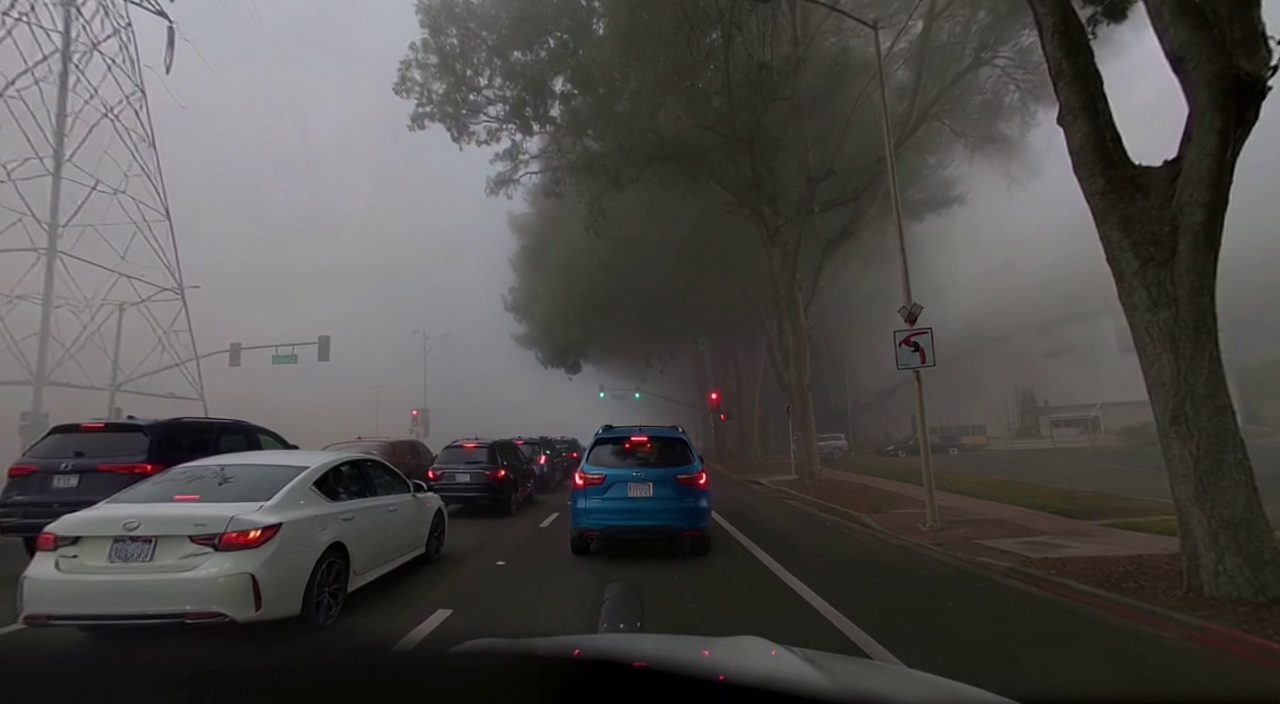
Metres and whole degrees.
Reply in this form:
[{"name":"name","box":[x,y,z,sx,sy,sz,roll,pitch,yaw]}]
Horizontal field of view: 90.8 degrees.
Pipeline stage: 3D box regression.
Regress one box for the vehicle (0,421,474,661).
[{"name":"vehicle","box":[-3.176,1.502,6.218,1.973,1.469,4.448,0,-8,-2]}]

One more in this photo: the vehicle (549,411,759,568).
[{"name":"vehicle","box":[0.082,1.782,8.960,2.239,1.661,4.224,0,-8,-2]}]

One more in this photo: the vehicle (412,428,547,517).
[{"name":"vehicle","box":[-3.257,2.525,13.687,1.997,1.636,3.760,0,-8,-1]}]

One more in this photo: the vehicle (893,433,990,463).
[{"name":"vehicle","box":[15.087,4.812,31.716,3.858,1.437,1.899,0,-8,-4]}]
